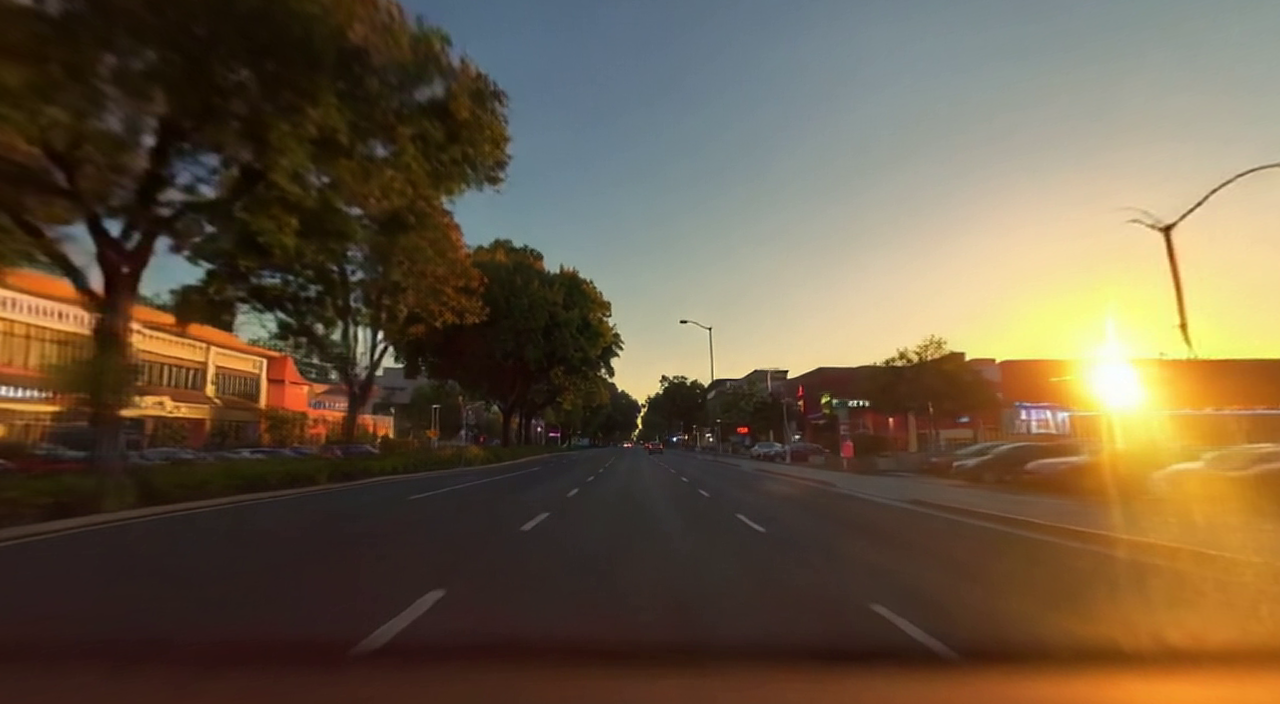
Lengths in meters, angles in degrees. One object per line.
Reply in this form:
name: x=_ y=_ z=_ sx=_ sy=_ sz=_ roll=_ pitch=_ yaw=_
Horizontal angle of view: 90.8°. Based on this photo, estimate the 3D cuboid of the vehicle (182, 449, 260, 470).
vehicle: x=-30.397 y=7.756 z=45.861 sx=4.311 sy=1.457 sz=1.808 roll=0 pitch=-8 yaw=-2

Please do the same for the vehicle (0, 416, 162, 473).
vehicle: x=-31.328 y=5.200 z=35.510 sx=6.892 sy=2.879 sz=2.222 roll=-1 pitch=-8 yaw=-3

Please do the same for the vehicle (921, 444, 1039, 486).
vehicle: x=12.993 y=4.313 z=24.499 sx=1.865 sy=1.434 sz=4.373 roll=1 pitch=-8 yaw=-4

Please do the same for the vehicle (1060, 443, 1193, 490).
vehicle: x=18.131 y=4.256 z=23.819 sx=1.881 sy=1.598 sz=3.866 roll=0 pitch=-8 yaw=0

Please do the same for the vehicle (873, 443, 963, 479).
vehicle: x=12.753 y=5.034 z=29.404 sx=1.928 sy=1.465 sz=4.874 roll=-2 pitch=-9 yaw=-1

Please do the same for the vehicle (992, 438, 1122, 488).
vehicle: x=15.739 y=4.177 z=24.168 sx=1.893 sy=1.727 sz=4.285 roll=0 pitch=-8 yaw=-2
